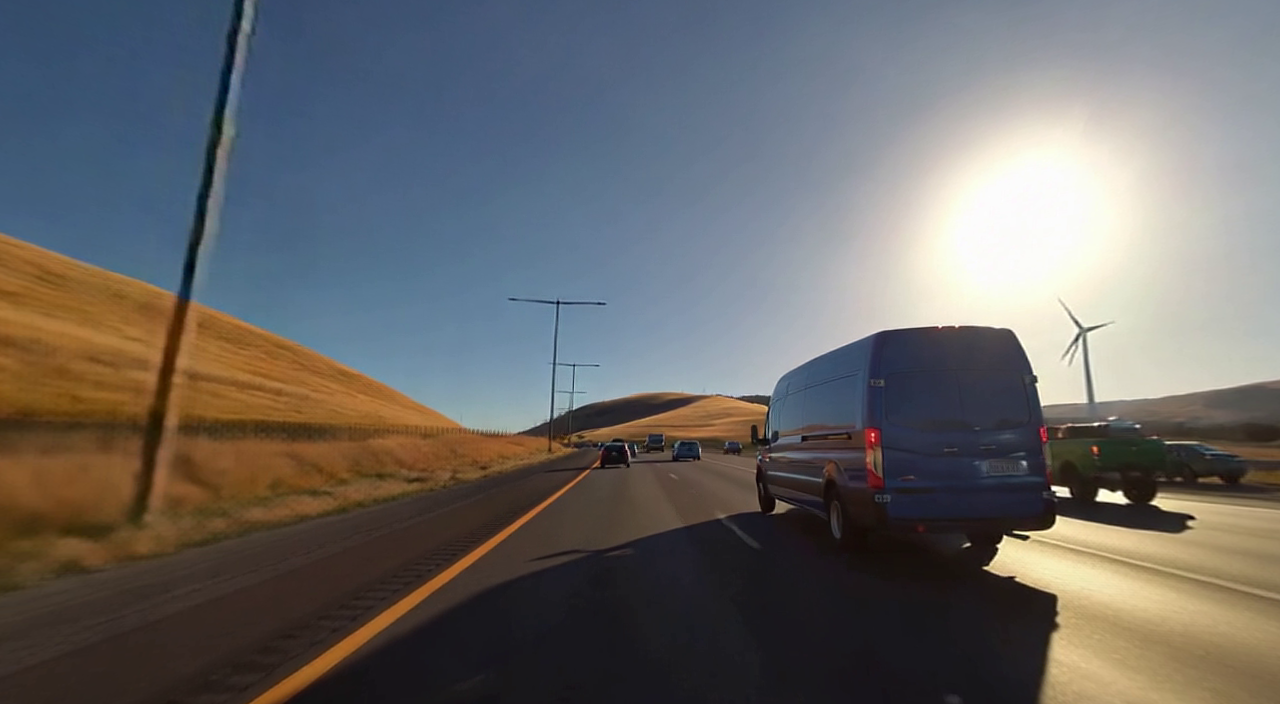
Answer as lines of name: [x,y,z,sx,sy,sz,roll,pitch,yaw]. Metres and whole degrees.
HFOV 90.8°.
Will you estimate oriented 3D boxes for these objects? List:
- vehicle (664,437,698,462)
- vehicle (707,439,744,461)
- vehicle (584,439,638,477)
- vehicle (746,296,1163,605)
vehicle: [2.938,7.076,46.062,2.108,1.717,3.996,0,-8,-1]
vehicle: [6.362,7.370,47.564,1.958,1.514,4.930,0,-8,-2]
vehicle: [-1.151,4.401,26.506,2.082,1.445,3.826,0,-8,-1]
vehicle: [3.147,1.224,8.318,2.365,2.630,5.754,0,-8,-1]
